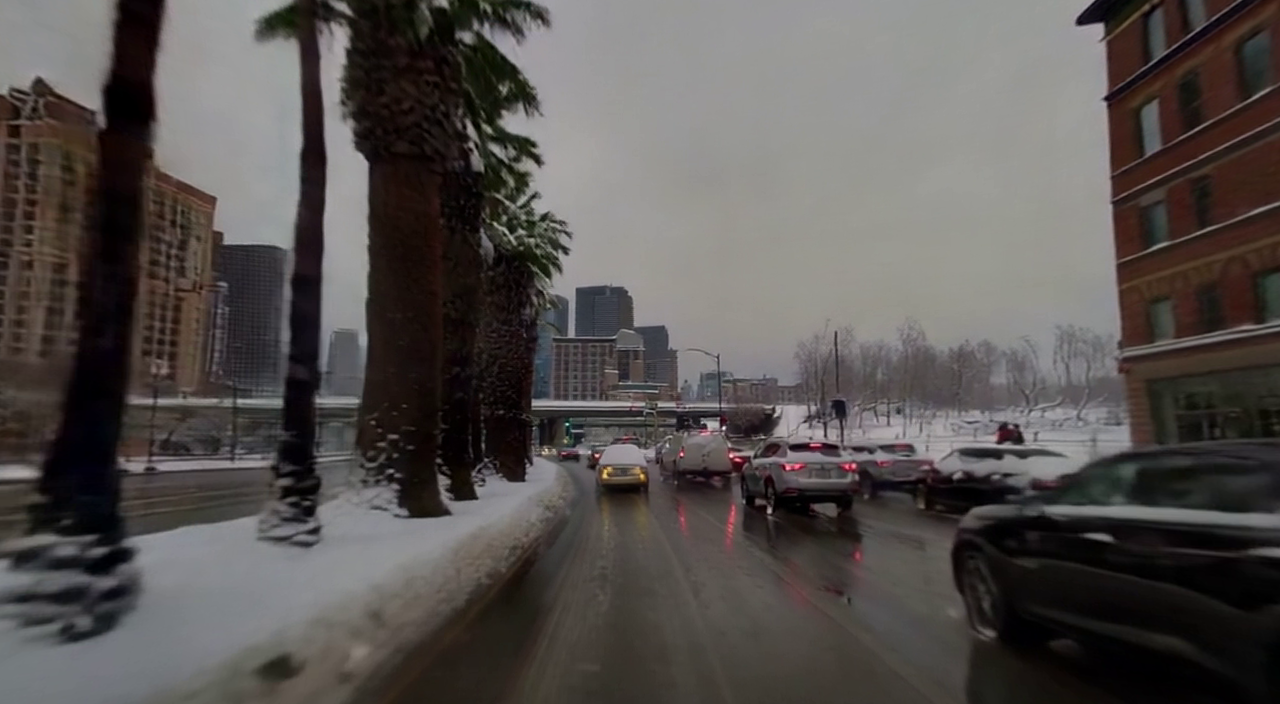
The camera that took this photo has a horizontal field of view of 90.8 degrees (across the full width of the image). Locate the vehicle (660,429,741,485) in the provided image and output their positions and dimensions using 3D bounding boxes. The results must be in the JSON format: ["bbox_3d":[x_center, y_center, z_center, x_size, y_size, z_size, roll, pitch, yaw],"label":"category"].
[{"bbox_3d":[2.476,4.535,27.630,2.434,2.171,5.098,1,-9,-7],"label":"vehicle"}]

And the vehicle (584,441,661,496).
[{"bbox_3d":[-0.734,3.877,21.516,2.332,1.625,4.933,0,-9,-5],"label":"vehicle"}]

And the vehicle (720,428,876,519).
[{"bbox_3d":[3.280,2.628,14.163,2.151,1.695,4.258,0,-9,-3],"label":"vehicle"}]

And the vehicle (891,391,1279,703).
[{"bbox_3d":[3.318,1.014,2.948,2.238,1.522,4.627,0,-9,-2],"label":"vehicle"}]
